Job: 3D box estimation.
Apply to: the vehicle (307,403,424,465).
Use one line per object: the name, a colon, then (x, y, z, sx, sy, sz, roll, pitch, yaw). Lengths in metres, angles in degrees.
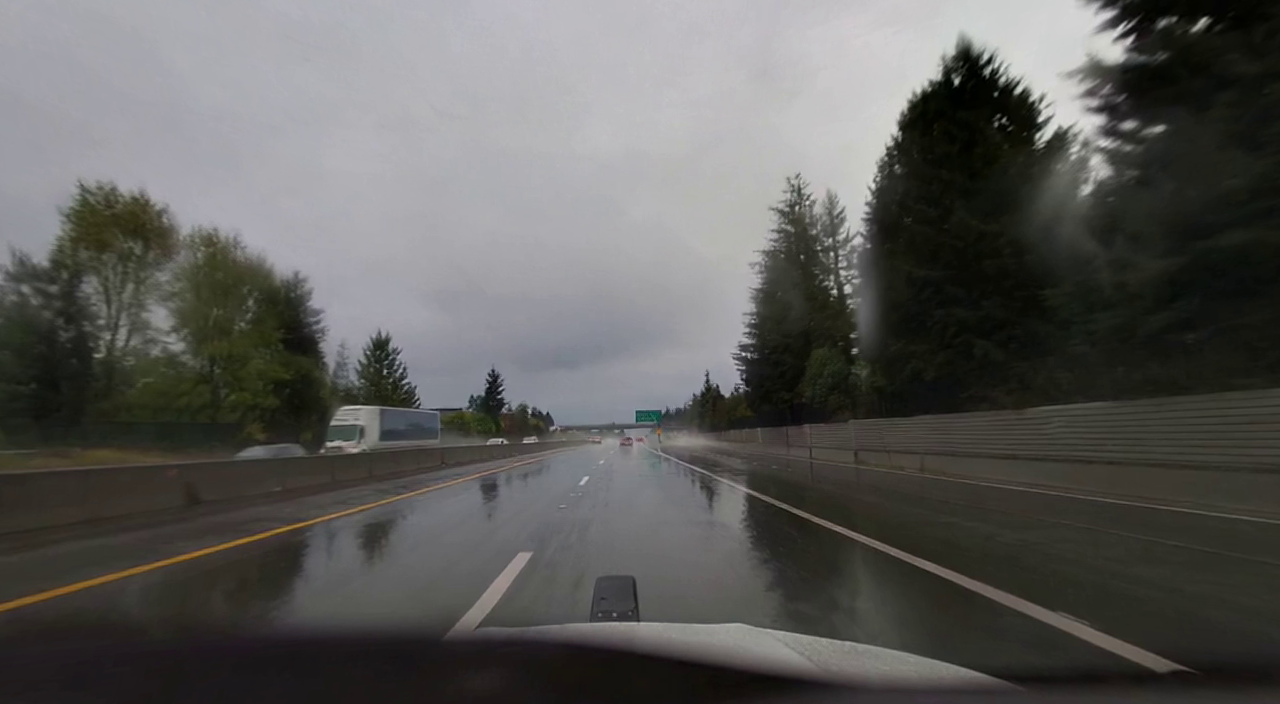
vehicle: (-17.761, 5.508, 42.082, 2.975, 3.541, 11.755, 0, -8, -2)

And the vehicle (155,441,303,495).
vehicle: (-12.170, 3.408, 19.029, 1.807, 1.416, 4.076, 0, -8, -2)
